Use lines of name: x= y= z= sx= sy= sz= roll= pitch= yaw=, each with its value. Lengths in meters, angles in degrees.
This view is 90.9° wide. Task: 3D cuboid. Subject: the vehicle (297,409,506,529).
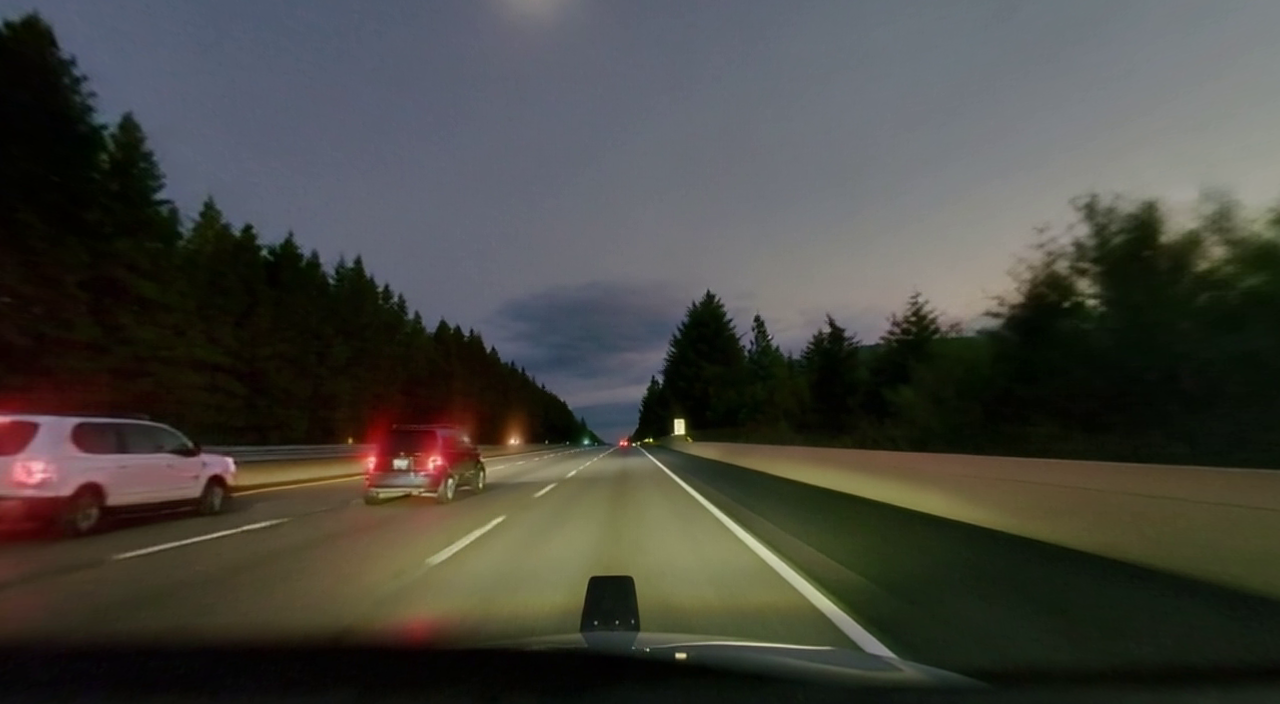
vehicle: x=-3.799 y=1.912 z=10.950 sx=2.034 sy=1.675 sz=4.080 roll=0 pitch=-7 yaw=0

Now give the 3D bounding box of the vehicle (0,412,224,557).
vehicle: x=-7.886 y=1.632 z=8.371 sx=2.000 sy=1.552 sz=3.946 roll=0 pitch=-7 yaw=0
